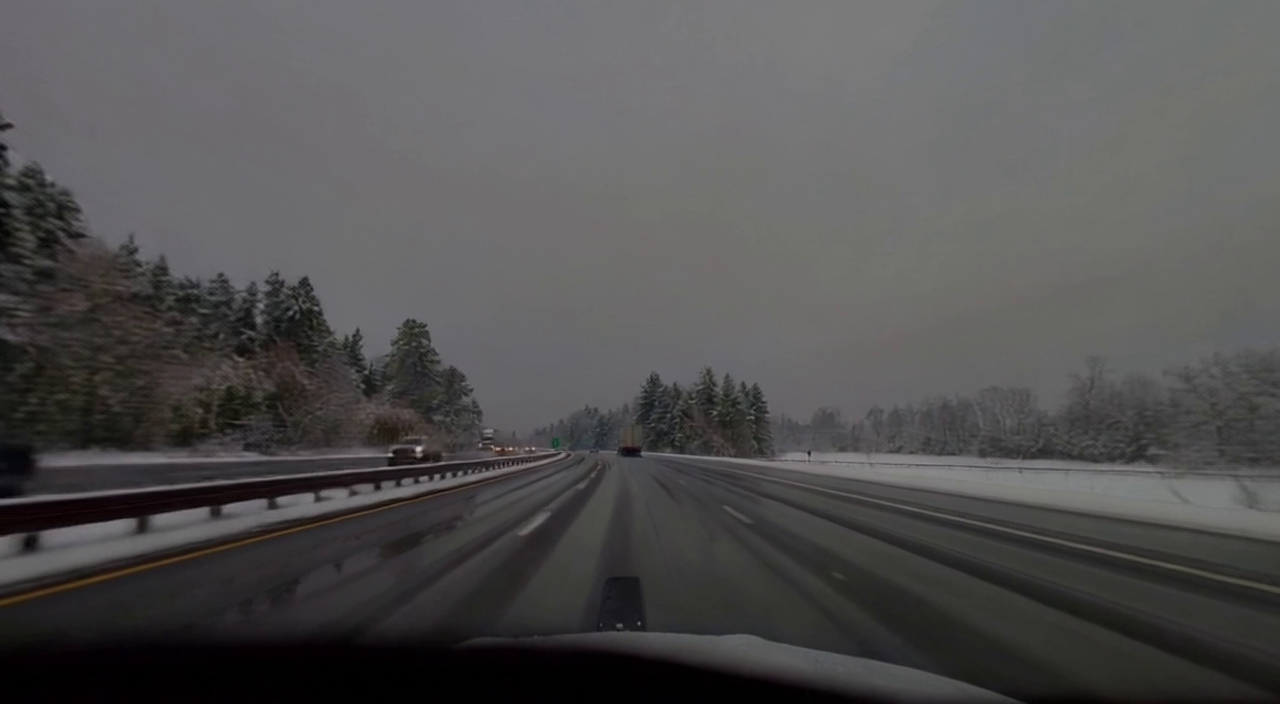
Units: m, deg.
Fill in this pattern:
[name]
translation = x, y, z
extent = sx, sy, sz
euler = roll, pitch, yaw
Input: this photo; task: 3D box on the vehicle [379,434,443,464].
[vehicle]
translation = -12.941, 5.530, 35.921
extent = 1.995, 1.588, 4.680
euler = 0, -9, -2
